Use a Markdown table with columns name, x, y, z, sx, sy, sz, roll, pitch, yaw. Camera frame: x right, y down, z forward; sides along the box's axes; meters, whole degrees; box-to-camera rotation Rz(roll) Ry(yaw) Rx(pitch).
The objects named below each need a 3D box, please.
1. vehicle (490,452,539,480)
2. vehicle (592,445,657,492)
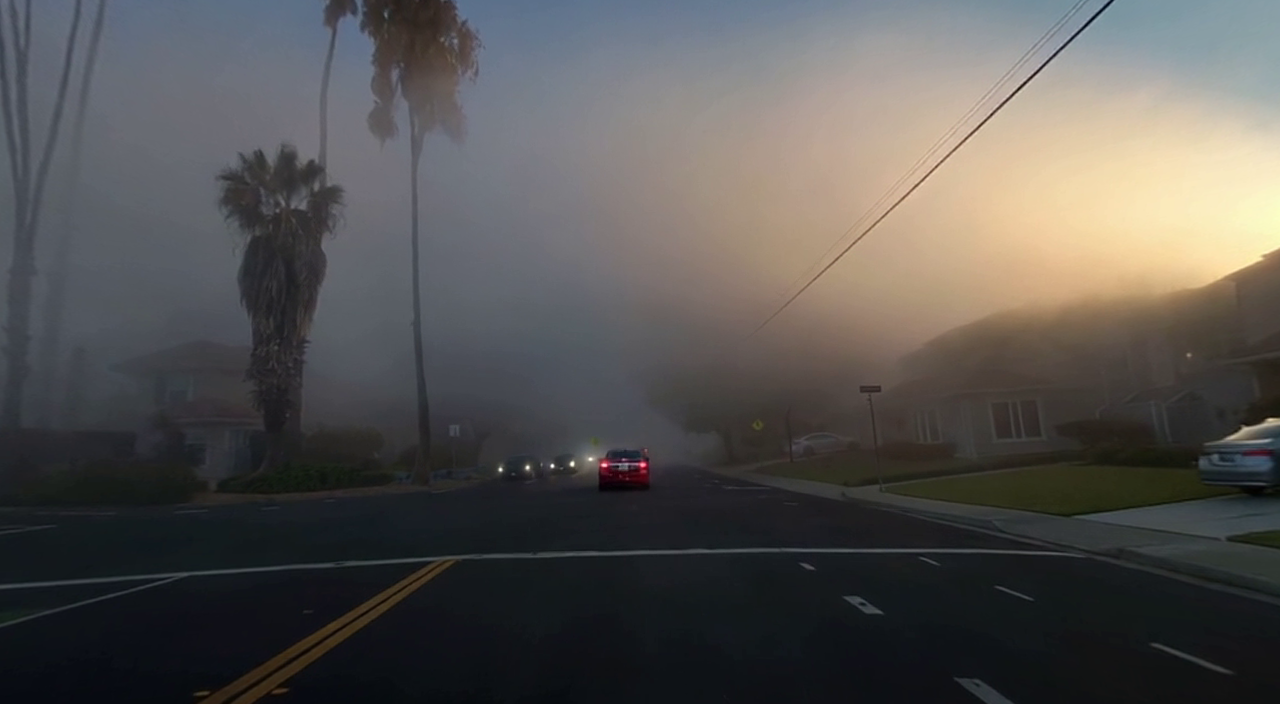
| name | x | y | z | sx | sy | sz | roll | pitch | yaw |
| --- | --- | --- | --- | --- | --- | --- | --- | --- | --- |
| vehicle | -7.905 | 7.200 | 40.179 | 2.069 | 1.441 | 4.368 | -3 | -7 | 2 |
| vehicle | -0.522 | 4.113 | 22.568 | 2.098 | 1.483 | 4.099 | 0 | -9 | -1 |
